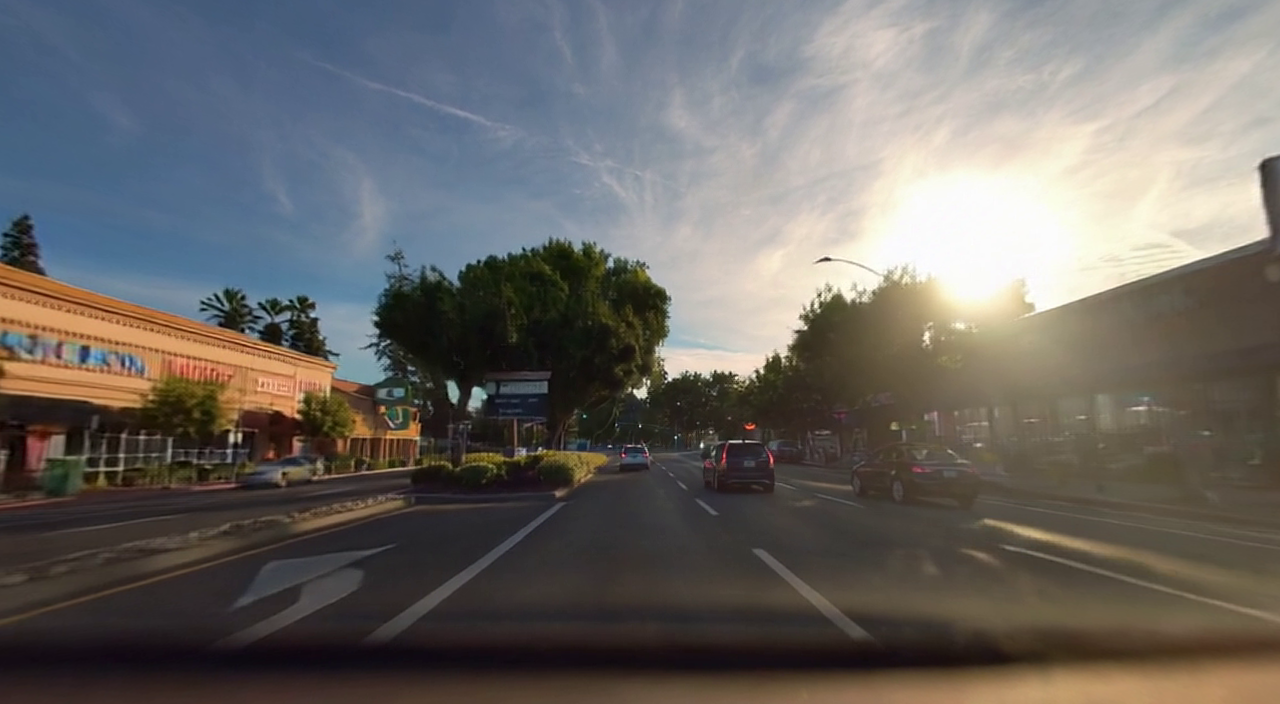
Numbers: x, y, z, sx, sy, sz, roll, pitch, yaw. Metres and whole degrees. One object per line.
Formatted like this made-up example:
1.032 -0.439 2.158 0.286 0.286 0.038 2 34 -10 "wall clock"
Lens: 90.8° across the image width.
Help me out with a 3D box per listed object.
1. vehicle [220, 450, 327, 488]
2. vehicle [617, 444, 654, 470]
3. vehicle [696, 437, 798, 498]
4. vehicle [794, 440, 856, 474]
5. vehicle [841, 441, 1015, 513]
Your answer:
-15.931 5.091 27.791 1.921 1.480 4.577 0 -8 0 "vehicle"
-0.261 6.141 37.180 2.052 1.461 4.324 0 -8 0 "vehicle"
2.970 3.320 18.644 2.072 1.545 4.578 0 -8 -2 "vehicle"
10.536 6.001 36.353 2.079 1.798 4.979 0 -8 1 "vehicle"
6.619 2.899 15.230 1.952 1.449 4.544 0 -8 -1 "vehicle"
